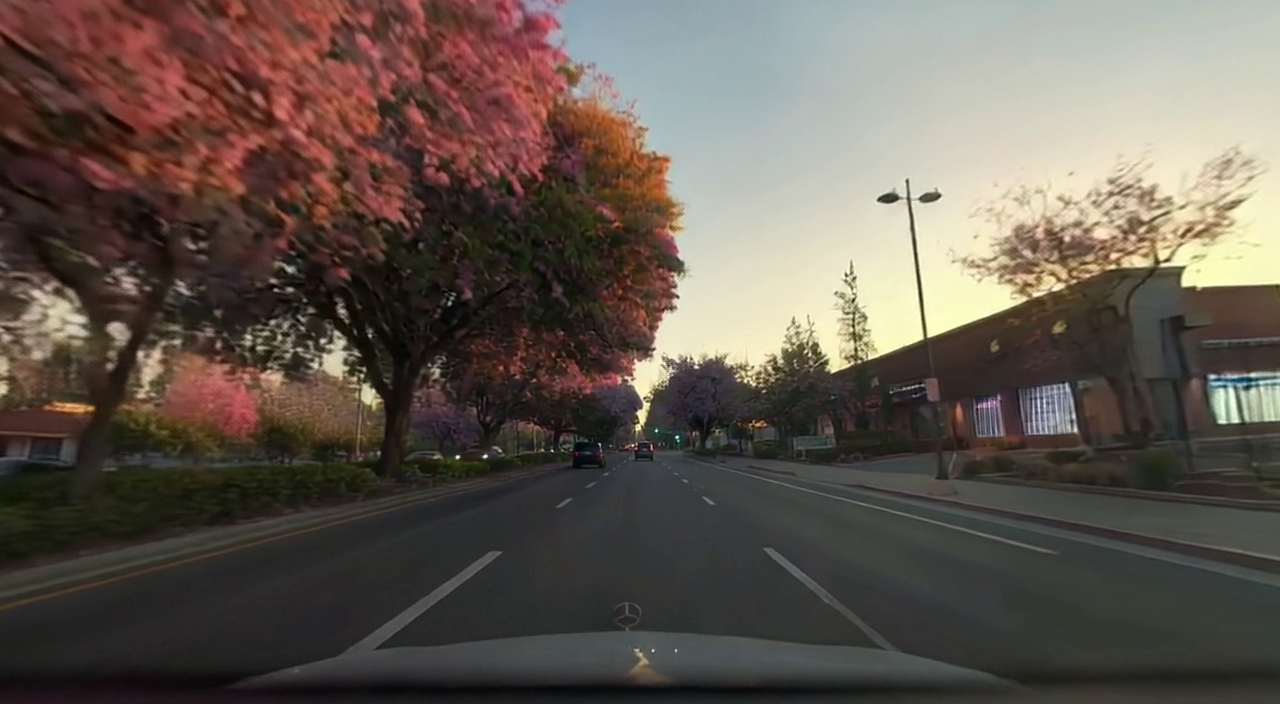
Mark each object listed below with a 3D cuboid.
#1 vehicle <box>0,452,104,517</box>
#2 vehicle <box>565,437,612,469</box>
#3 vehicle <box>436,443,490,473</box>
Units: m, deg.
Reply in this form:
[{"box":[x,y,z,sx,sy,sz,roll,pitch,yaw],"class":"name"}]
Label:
[{"box":[-18.273,3.716,17.754,2.111,1.702,4.543,0,-8,1],"class":"vehicle"},{"box":[-3.155,6.366,39.769,2.453,1.844,4.751,0,-8,1],"class":"vehicle"},{"box":[-11.411,6.840,40.869,2.049,1.797,4.679,0,-8,1],"class":"vehicle"}]
